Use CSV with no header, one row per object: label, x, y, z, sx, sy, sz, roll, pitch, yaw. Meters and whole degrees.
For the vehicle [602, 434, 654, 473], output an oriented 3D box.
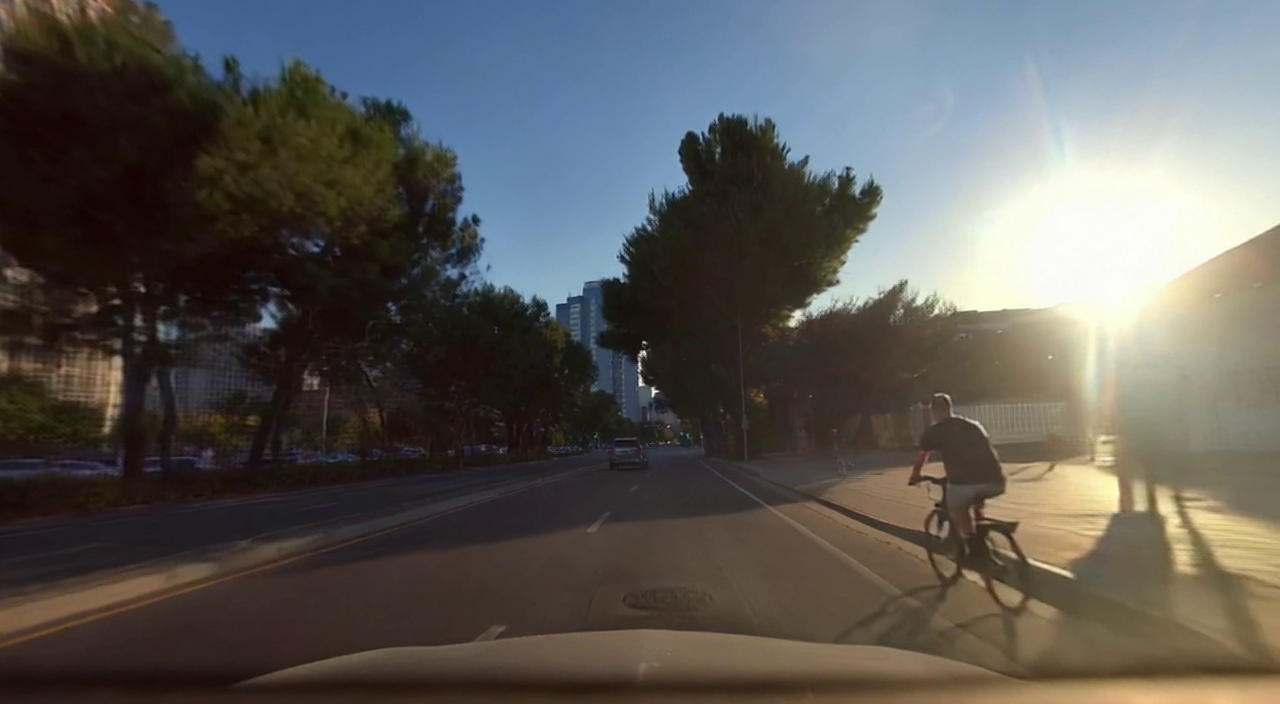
vehicle,-0.550,5.308,33.103,2.294,1.859,5.127,-1,-8,3
